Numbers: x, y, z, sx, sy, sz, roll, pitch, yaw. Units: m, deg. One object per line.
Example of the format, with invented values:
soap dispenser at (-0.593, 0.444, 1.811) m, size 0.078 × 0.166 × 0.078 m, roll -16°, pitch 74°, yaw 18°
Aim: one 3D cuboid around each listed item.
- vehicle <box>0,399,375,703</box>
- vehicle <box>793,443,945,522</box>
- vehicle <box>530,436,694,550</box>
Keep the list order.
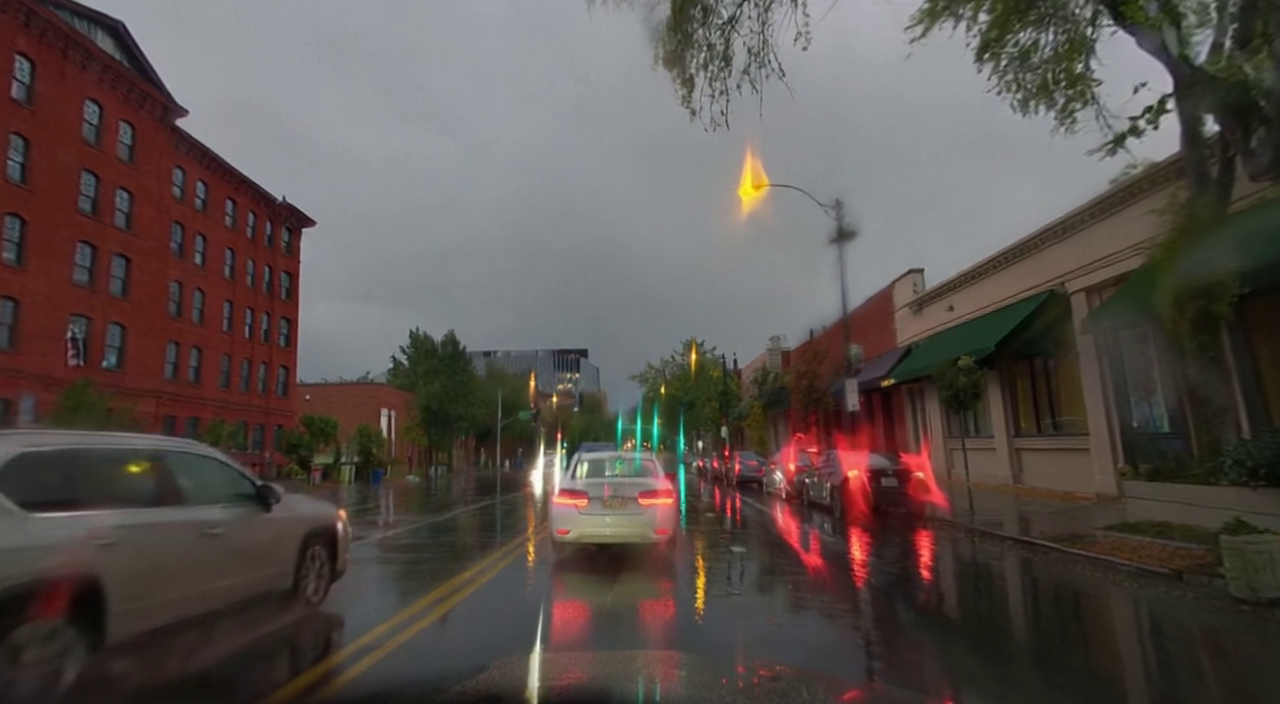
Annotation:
vehicle at (-3.511, 1.126, 3.576) m, size 1.934 × 1.548 × 4.635 m, roll 0°, pitch -9°, yaw 1°
vehicle at (4.915, 2.832, 14.202) m, size 1.832 × 1.491 × 4.054 m, roll 1°, pitch -9°, yaw -1°
vehicle at (-0.384, 2.237, 10.670) m, size 2.230 × 1.518 × 4.113 m, roll 0°, pitch -9°, yaw 0°
